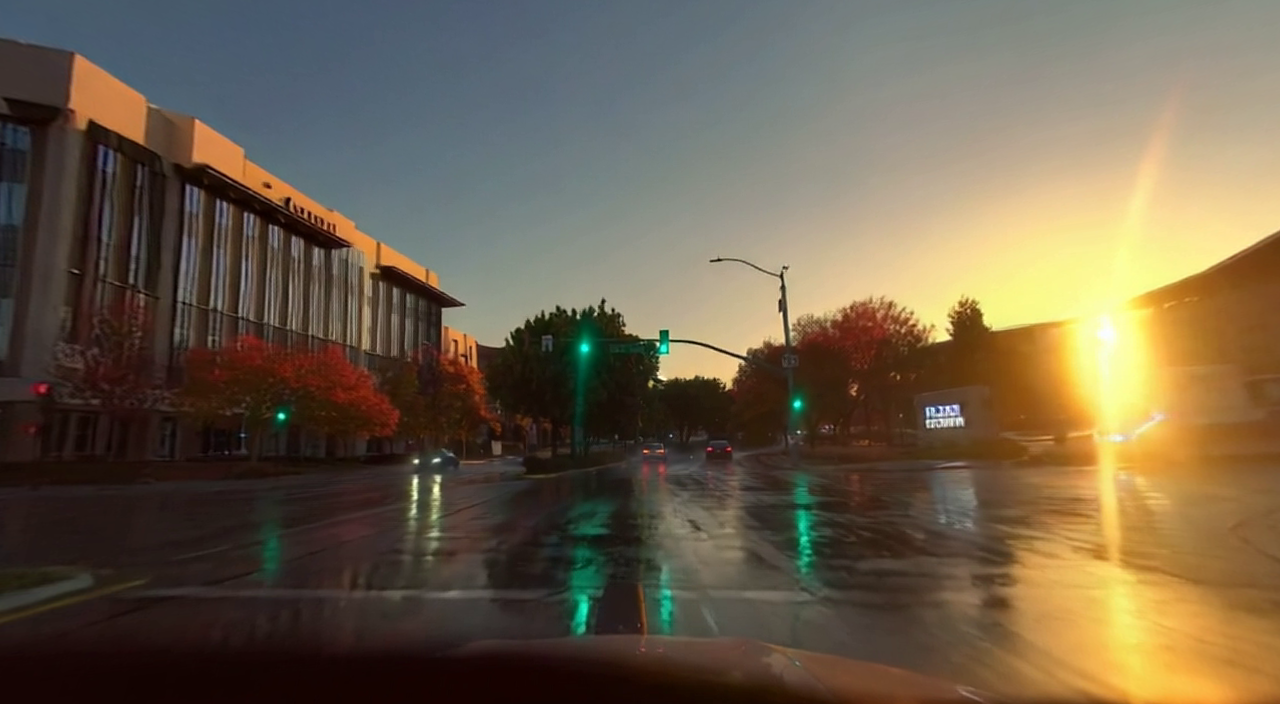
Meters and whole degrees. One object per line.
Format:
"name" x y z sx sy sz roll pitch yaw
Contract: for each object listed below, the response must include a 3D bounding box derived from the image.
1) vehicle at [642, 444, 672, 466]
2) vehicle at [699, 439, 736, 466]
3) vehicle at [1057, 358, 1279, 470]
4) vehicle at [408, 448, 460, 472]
"vehicle" 1.361 7.728 47.427 2.014 1.525 4.197 -1 -9 5
"vehicle" 5.311 6.966 43.822 2.174 1.749 4.739 0 -9 2
"vehicle" 21.000 2.174 21.445 10.893 3.534 3.195 0 -9 4
"vehicle" -14.238 7.464 43.766 1.904 1.582 4.111 -1 -9 5
